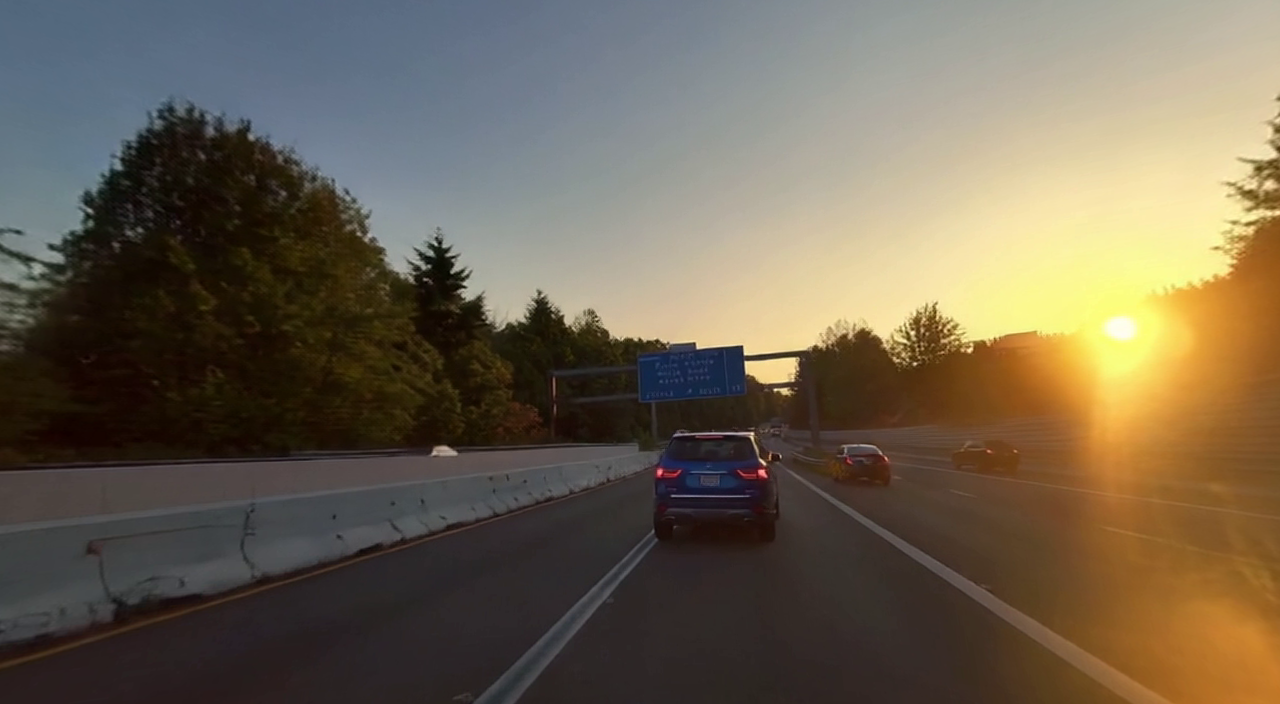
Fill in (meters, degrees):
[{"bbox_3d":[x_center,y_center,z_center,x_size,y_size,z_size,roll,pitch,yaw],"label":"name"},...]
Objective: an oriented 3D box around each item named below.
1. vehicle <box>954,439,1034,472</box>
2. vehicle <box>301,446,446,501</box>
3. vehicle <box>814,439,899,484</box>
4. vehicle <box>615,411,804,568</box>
[{"bbox_3d":[16.965,4.951,30.416,1.990,1.478,4.475,-2,-8,11],"label":"vehicle"},{"bbox_3d":[-8.103,3.692,19.715,1.934,1.478,4.474,-2,-8,11],"label":"vehicle"},{"bbox_3d":[7.675,3.875,22.758,1.962,1.442,4.536,-1,-8,7],"label":"vehicle"},{"bbox_3d":[1.107,1.759,8.854,2.021,1.635,4.085,-2,-8,11],"label":"vehicle"}]
